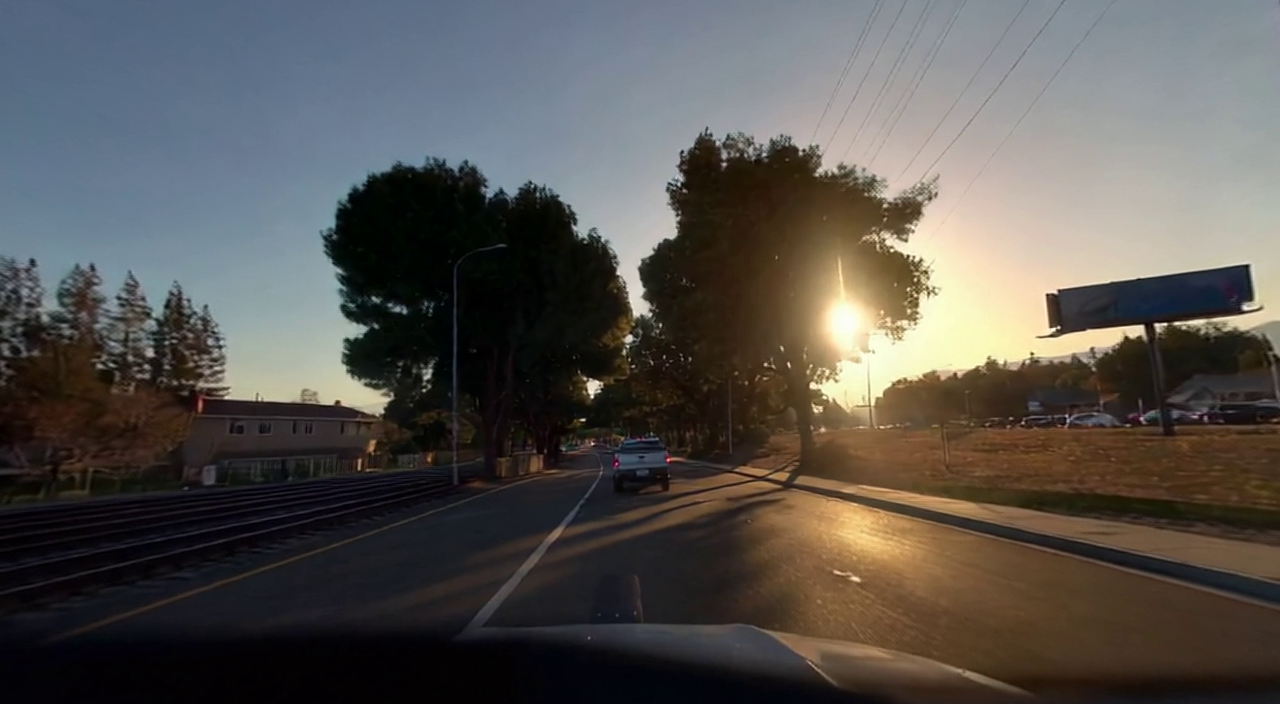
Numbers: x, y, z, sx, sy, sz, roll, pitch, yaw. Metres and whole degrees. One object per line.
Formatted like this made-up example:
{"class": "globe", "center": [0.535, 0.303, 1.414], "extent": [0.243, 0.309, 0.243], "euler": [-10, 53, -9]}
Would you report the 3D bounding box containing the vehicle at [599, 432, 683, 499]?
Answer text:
{"class": "vehicle", "center": [0.021, 3.698, 20.993], "extent": [2.404, 1.926, 5.251], "euler": [0, -9, 0]}
